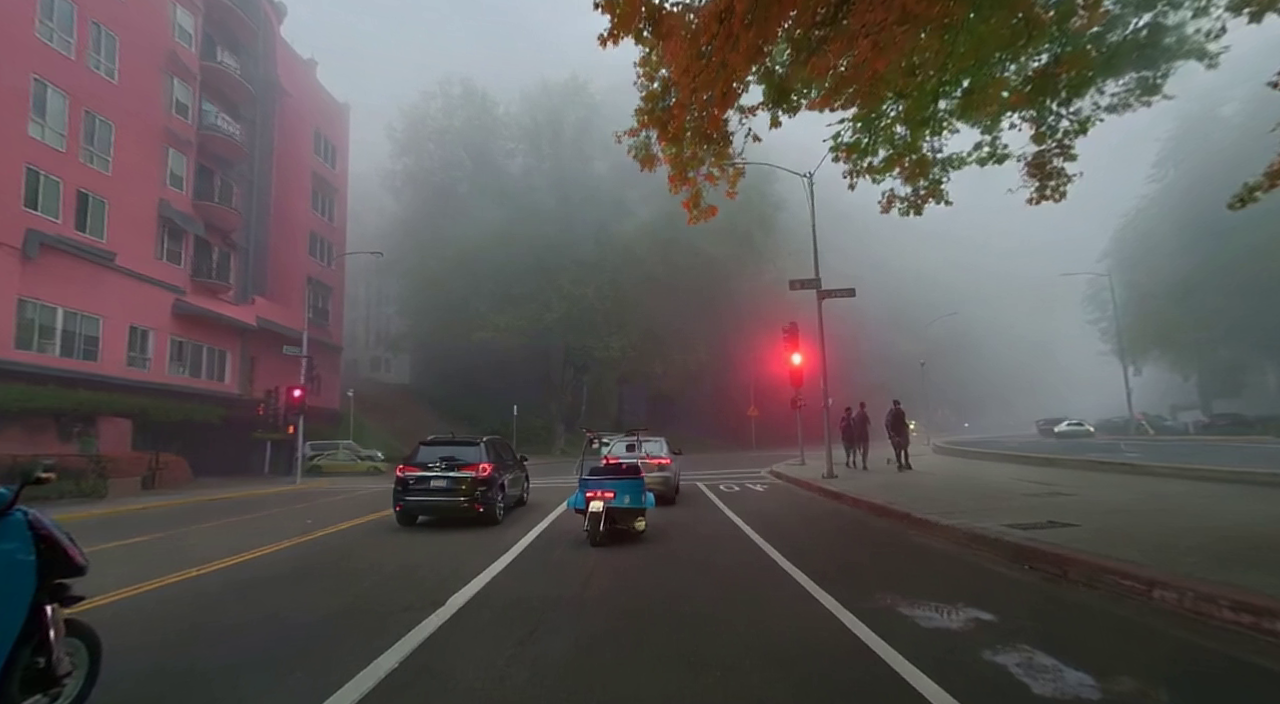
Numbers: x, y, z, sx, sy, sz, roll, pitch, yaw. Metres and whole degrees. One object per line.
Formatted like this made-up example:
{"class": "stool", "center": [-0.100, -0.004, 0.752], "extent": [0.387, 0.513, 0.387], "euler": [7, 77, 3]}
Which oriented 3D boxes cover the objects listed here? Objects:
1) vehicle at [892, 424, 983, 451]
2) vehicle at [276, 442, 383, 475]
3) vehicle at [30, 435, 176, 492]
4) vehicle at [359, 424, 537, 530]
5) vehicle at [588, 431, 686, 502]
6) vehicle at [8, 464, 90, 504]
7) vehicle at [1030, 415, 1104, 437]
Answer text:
{"class": "vehicle", "center": [17.689, 5.124, 37.507], "extent": [4.661, 1.456, 1.862], "euler": [-5, -10, 31]}
{"class": "vehicle", "center": [-18.196, 6.248, 37.090], "extent": [5.226, 1.840, 2.016], "euler": [-1, -9, 2]}
{"class": "vehicle", "center": [-28.803, 5.954, 33.977], "extent": [5.890, 2.393, 2.346], "euler": [-5, -7, 0]}
{"class": "vehicle", "center": [-3.295, 2.231, 11.773], "extent": [1.935, 1.615, 4.073], "euler": [-1, -9, 2]}
{"class": "vehicle", "center": [-0.034, 2.681, 15.124], "extent": [2.025, 1.458, 4.085], "euler": [0, -9, 1]}
{"class": "vehicle", "center": [-24.196, 5.364, 25.911], "extent": [1.495, 1.345, 3.336], "euler": [3, -8, -27]}
{"class": "vehicle", "center": [30.907, 5.421, 45.657], "extent": [1.751, 1.420, 4.027], "euler": [7, -11, -42]}
